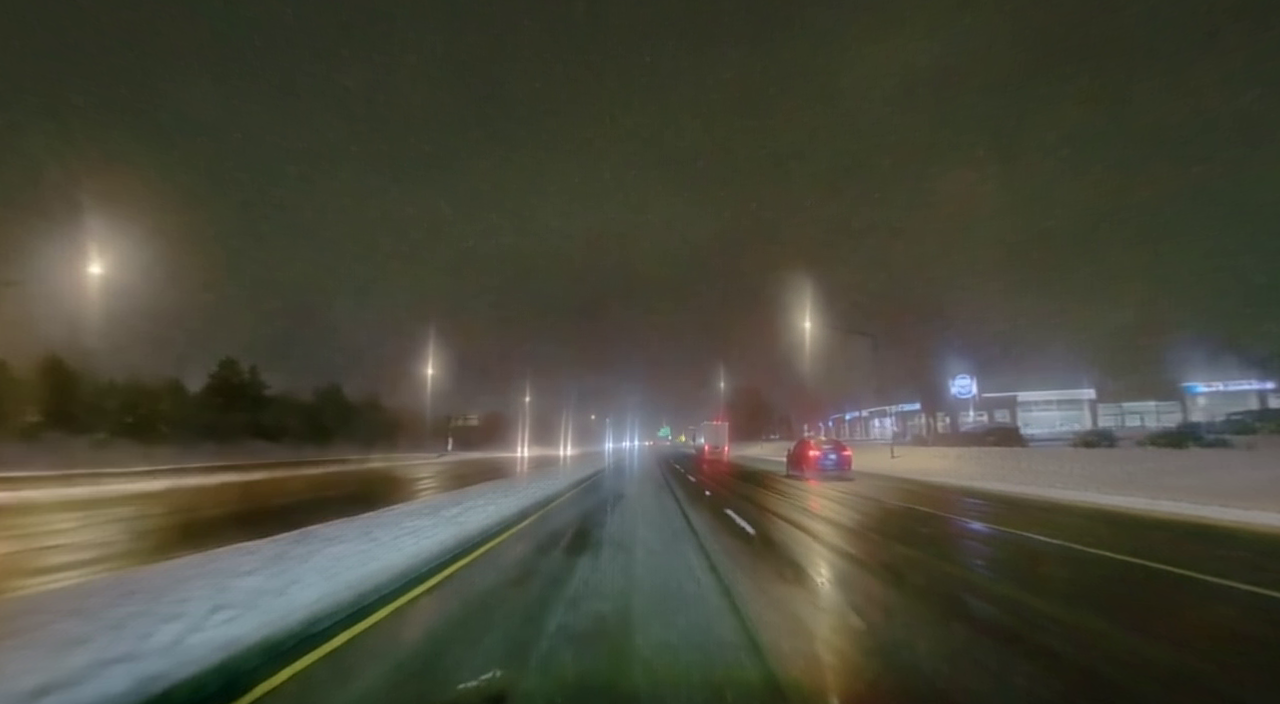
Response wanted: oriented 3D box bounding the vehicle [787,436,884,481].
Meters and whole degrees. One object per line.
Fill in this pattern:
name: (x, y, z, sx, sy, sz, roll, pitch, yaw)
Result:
vehicle: (7.284, 4.021, 24.019, 2.079, 1.518, 5.032, 0, -8, -1)
